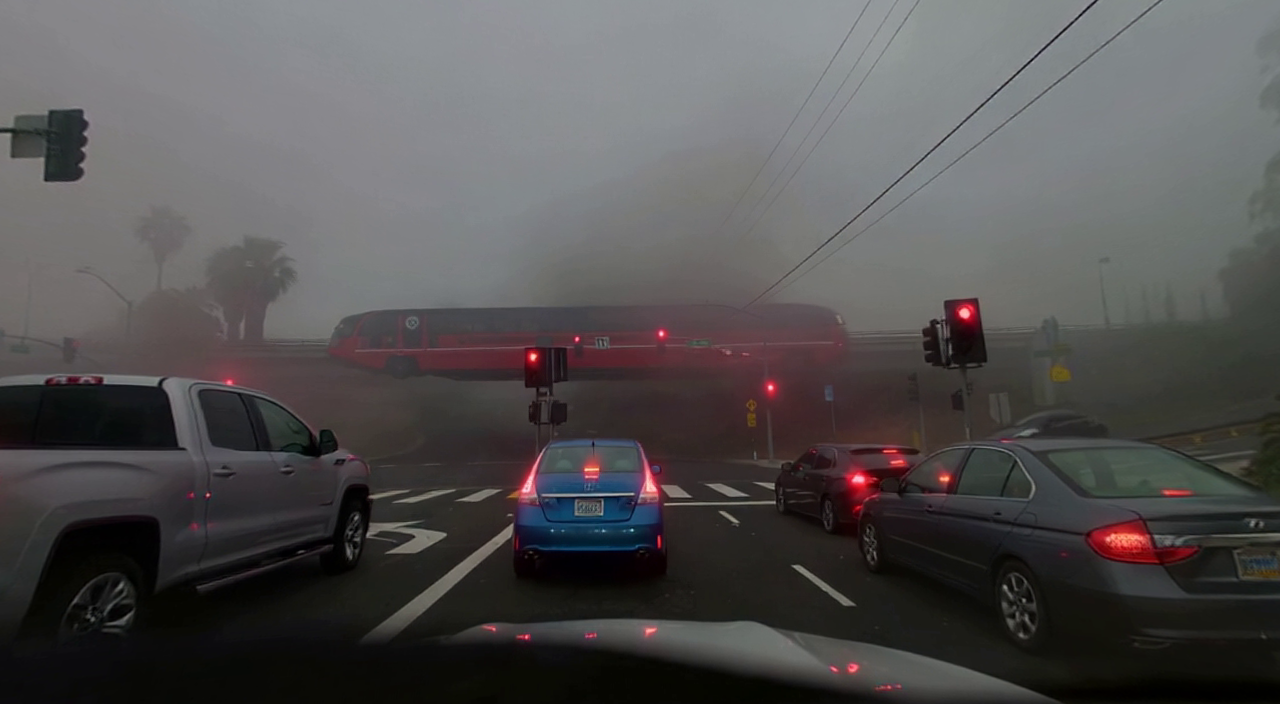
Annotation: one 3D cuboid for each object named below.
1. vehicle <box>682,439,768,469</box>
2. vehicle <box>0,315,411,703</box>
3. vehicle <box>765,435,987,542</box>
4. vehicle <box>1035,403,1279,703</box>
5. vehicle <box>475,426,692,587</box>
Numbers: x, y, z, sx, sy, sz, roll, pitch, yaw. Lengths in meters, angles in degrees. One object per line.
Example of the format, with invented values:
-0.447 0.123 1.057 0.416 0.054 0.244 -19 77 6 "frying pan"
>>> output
4.197 5.139 31.976 1.878 1.428 4.416 5 -10 -32 "vehicle"
-3.827 1.112 4.947 2.078 1.838 5.448 0 -9 -1 "vehicle"
3.696 2.214 10.958 1.965 1.448 4.486 0 -9 -2 "vehicle"
3.885 0.890 2.192 2.052 1.496 4.541 0 -9 0 "vehicle"
-0.634 1.762 8.065 2.035 1.491 4.090 0 -9 -3 "vehicle"
